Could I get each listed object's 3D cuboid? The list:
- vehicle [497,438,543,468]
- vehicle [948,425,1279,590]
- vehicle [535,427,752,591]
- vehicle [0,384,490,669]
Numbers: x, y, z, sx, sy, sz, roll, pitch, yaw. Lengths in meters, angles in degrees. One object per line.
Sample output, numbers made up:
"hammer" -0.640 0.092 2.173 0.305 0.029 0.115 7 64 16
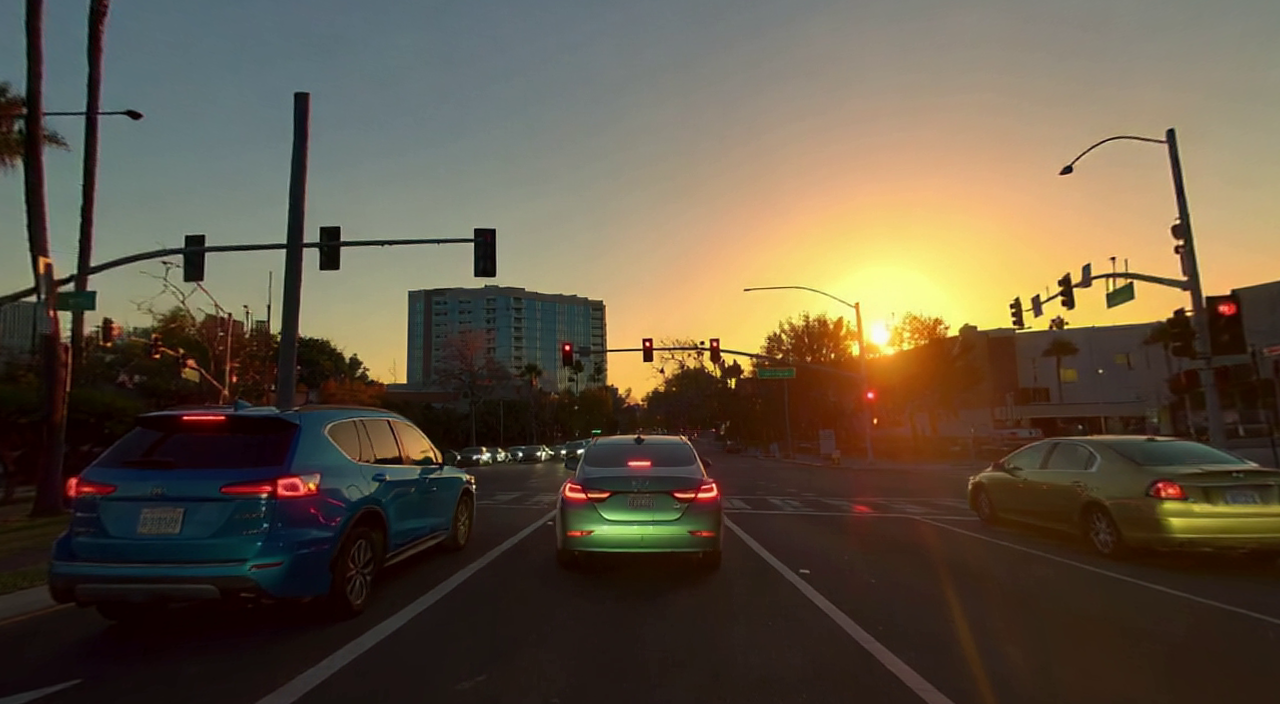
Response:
"vehicle" -7.914 6.695 42.079 2.130 1.810 4.450 -2 -8 1
"vehicle" 6.094 1.759 8.096 1.970 1.489 4.482 0 -8 -1
"vehicle" 0.002 1.706 7.727 1.942 1.445 3.973 0 -8 -1
"vehicle" -3.094 1.365 6.082 2.051 1.682 4.467 0 -8 2
